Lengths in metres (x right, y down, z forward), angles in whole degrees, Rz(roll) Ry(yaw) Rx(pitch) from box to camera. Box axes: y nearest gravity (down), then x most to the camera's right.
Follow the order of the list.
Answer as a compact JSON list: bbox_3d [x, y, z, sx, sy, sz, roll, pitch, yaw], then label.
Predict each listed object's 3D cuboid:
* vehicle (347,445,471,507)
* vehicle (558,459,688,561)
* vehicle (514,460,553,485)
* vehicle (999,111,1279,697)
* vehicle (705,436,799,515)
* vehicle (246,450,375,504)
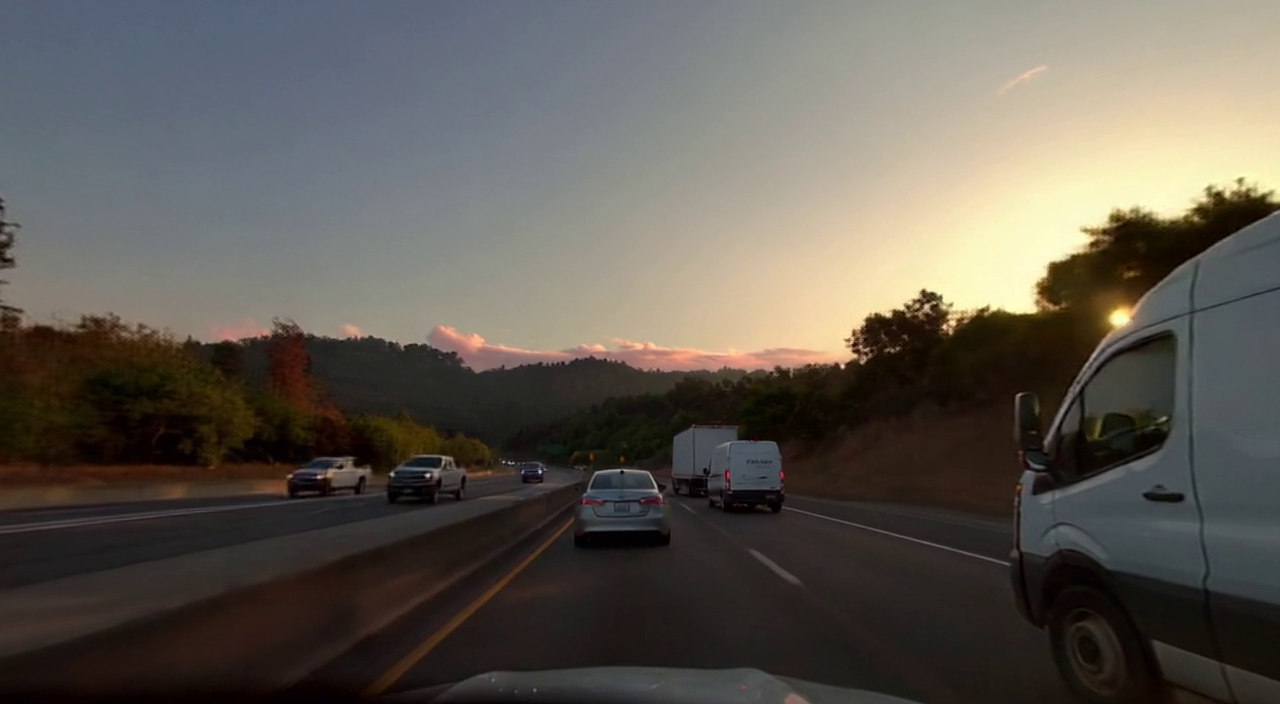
[{"bbox_3d":[-6.830,3.769,19.243,2.069,1.628,4.479,1,-11,0],"label":"vehicle"},{"bbox_3d":[-0.278,2.733,11.351,1.980,1.493,3.410,1,-11,-1],"label":"vehicle"},{"bbox_3d":[-7.286,8.341,43.479,2.012,1.601,4.042,1,-11,-1],"label":"vehicle"},{"bbox_3d":[5.571,0.031,2.418,2.890,3.726,9.269,1,-11,0],"label":"vehicle"},{"bbox_3d":[3.950,4.549,23.402,2.328,2.537,5.290,1,-11,-2],"label":"vehicle"},{"bbox_3d":[-10.337,3.972,20.170,1.872,1.510,4.266,1,-11,-1],"label":"vehicle"}]
